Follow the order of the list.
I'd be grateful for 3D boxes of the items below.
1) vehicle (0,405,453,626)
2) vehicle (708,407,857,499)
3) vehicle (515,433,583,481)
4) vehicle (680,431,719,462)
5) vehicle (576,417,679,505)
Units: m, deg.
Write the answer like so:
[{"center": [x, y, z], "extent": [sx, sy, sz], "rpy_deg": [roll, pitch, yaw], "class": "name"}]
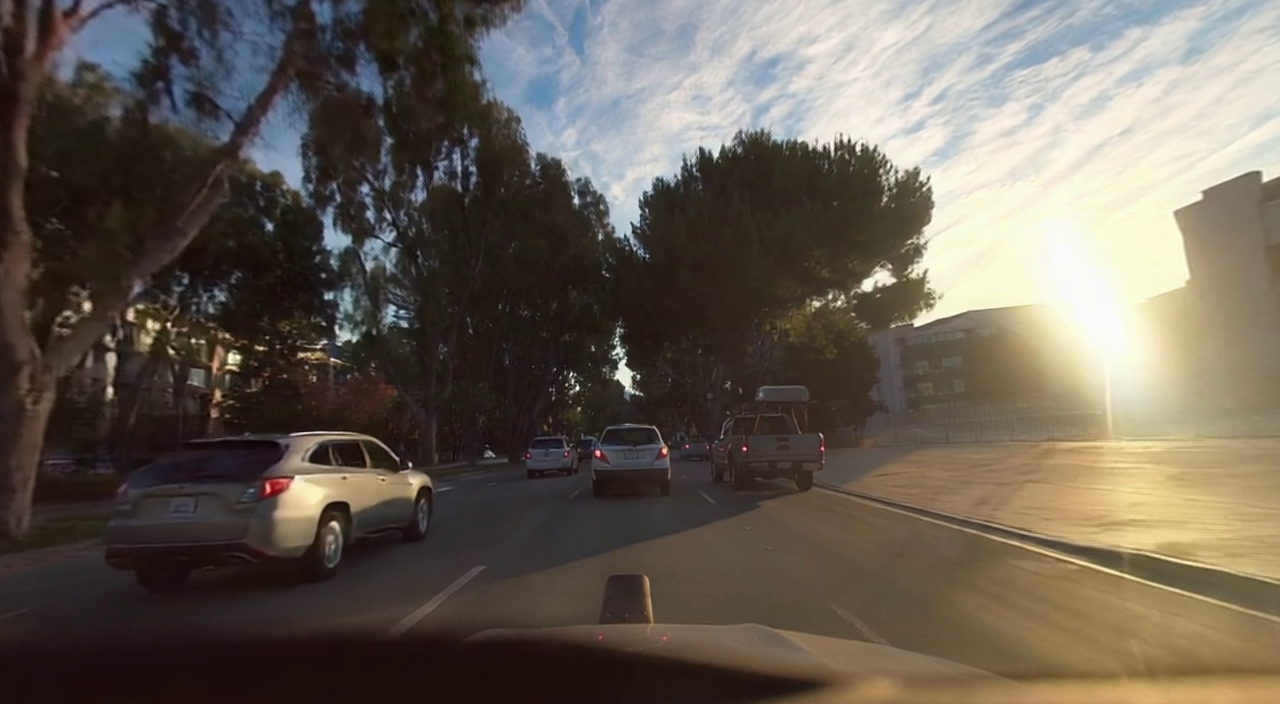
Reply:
[{"center": [-3.840, 1.560, 7.058], "extent": [1.959, 1.614, 4.676], "rpy_deg": [0, -9, 1], "class": "vehicle"}, {"center": [3.544, 2.731, 17.317], "extent": [2.655, 2.054, 6.098], "rpy_deg": [0, -9, 0], "class": "vehicle"}, {"center": [-3.302, 3.899, 23.588], "extent": [1.894, 1.642, 3.861], "rpy_deg": [0, -9, 1], "class": "vehicle"}, {"center": [4.002, 6.476, 43.210], "extent": [2.183, 1.948, 4.633], "rpy_deg": [0, -9, -1], "class": "vehicle"}, {"center": [-0.225, 2.515, 14.873], "extent": [2.075, 1.770, 4.018], "rpy_deg": [0, -9, 1], "class": "vehicle"}]
